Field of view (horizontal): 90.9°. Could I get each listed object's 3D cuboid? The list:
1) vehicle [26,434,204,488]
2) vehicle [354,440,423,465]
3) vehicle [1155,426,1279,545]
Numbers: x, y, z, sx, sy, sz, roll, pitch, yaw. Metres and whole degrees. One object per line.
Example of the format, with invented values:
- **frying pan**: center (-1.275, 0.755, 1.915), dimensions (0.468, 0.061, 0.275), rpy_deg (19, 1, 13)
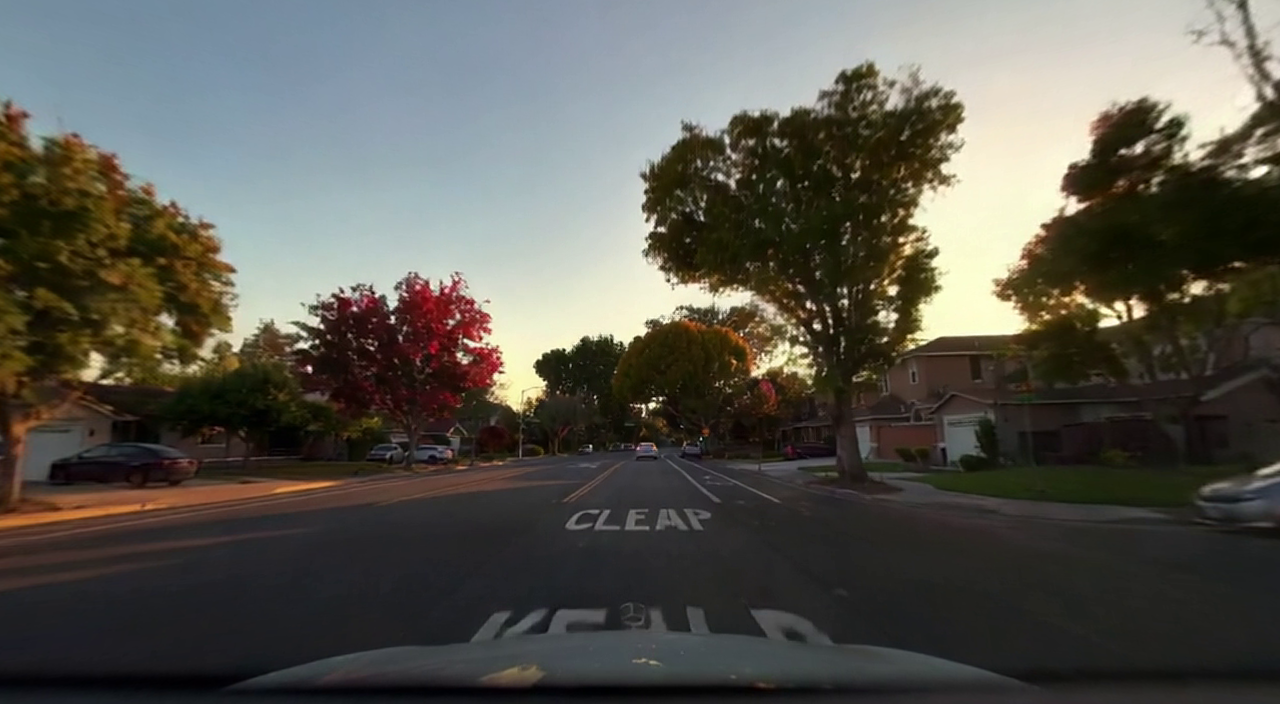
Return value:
- **vehicle**: center (-19.219, 3.994, 23.265), dimensions (4.630, 1.896, 2.092), rpy_deg (0, -9, 0)
- **vehicle**: center (-18.887, 7.546, 47.353), dimensions (4.372, 1.745, 2.017), rpy_deg (6, -10, -35)
- **vehicle**: center (10.728, 1.832, 8.871), dimensions (4.818, 1.525, 2.163), rpy_deg (-1, -9, 10)
